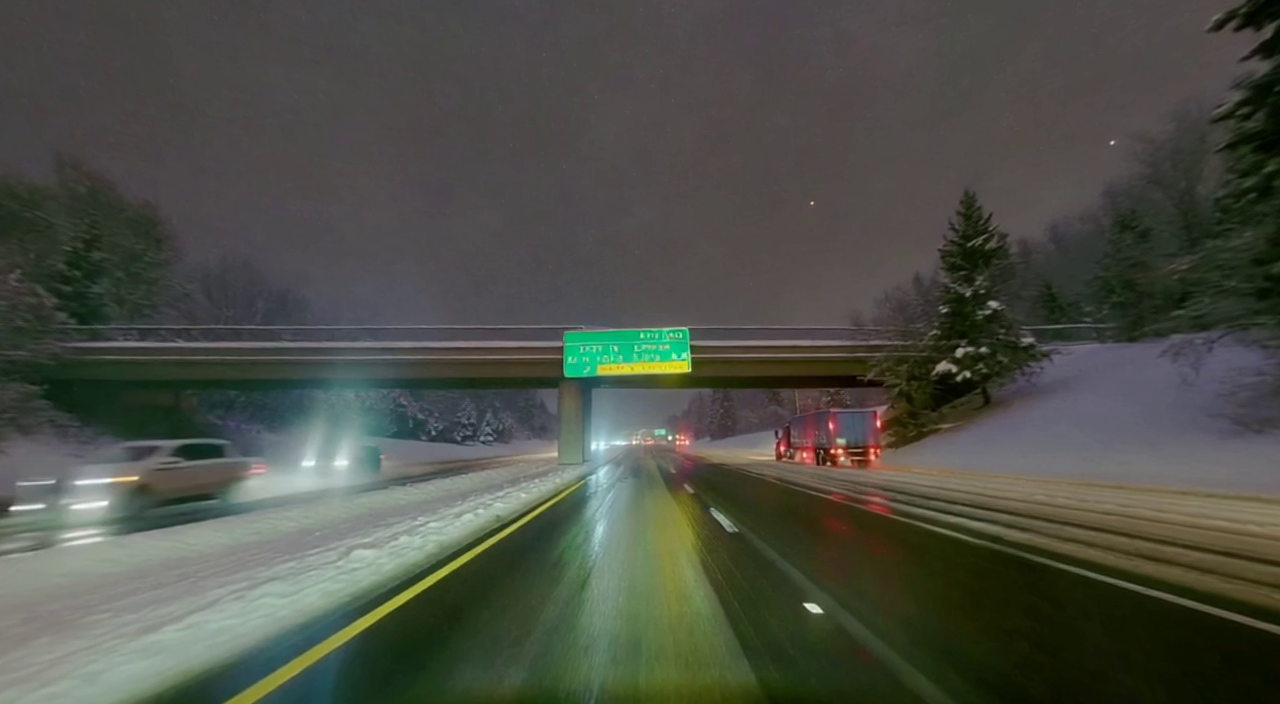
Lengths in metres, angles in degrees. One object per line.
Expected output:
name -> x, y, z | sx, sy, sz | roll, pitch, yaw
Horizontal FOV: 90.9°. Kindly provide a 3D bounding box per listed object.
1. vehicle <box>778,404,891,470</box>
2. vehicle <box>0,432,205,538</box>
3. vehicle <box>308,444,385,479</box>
vehicle -> 10.850, 5.019, 36.763 | 2.960, 3.207, 10.950 | 0, -8, -1
vehicle -> -10.400, 2.319, 11.638 | 1.810, 1.593, 3.998 | 0, -8, 1
vehicle -> -13.990, 5.201, 30.317 | 1.794, 1.548, 3.897 | 0, -8, 0
